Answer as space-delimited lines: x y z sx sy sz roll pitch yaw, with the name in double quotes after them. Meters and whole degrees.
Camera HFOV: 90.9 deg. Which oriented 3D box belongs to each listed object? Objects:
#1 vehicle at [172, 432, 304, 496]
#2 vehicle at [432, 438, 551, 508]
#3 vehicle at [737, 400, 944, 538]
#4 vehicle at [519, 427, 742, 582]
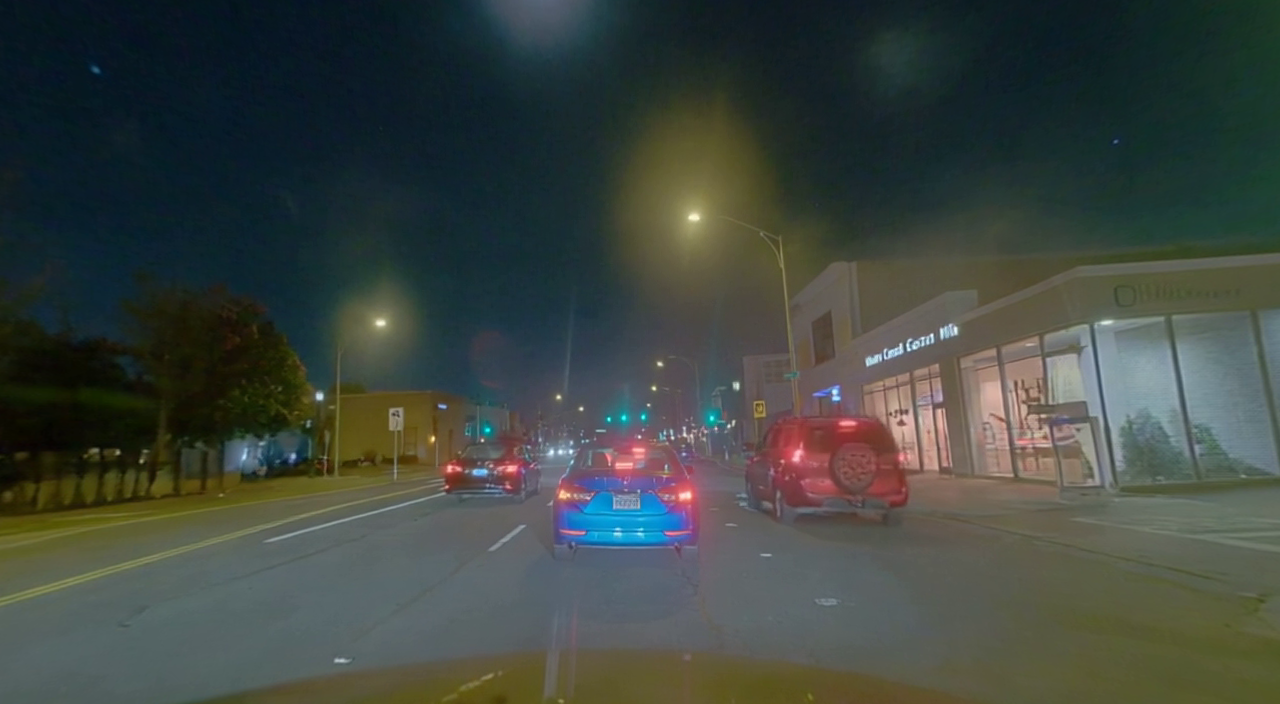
-19.176 5.346 30.565 2.286 2.777 5.926 0 -9 1 "vehicle"
-3.475 2.892 15.535 1.905 1.473 4.016 0 -9 1 "vehicle"
3.284 2.044 11.544 2.152 1.987 4.527 0 -9 -2 "vehicle"
-0.116 1.783 8.202 2.160 1.482 4.037 0 -9 -1 "vehicle"
